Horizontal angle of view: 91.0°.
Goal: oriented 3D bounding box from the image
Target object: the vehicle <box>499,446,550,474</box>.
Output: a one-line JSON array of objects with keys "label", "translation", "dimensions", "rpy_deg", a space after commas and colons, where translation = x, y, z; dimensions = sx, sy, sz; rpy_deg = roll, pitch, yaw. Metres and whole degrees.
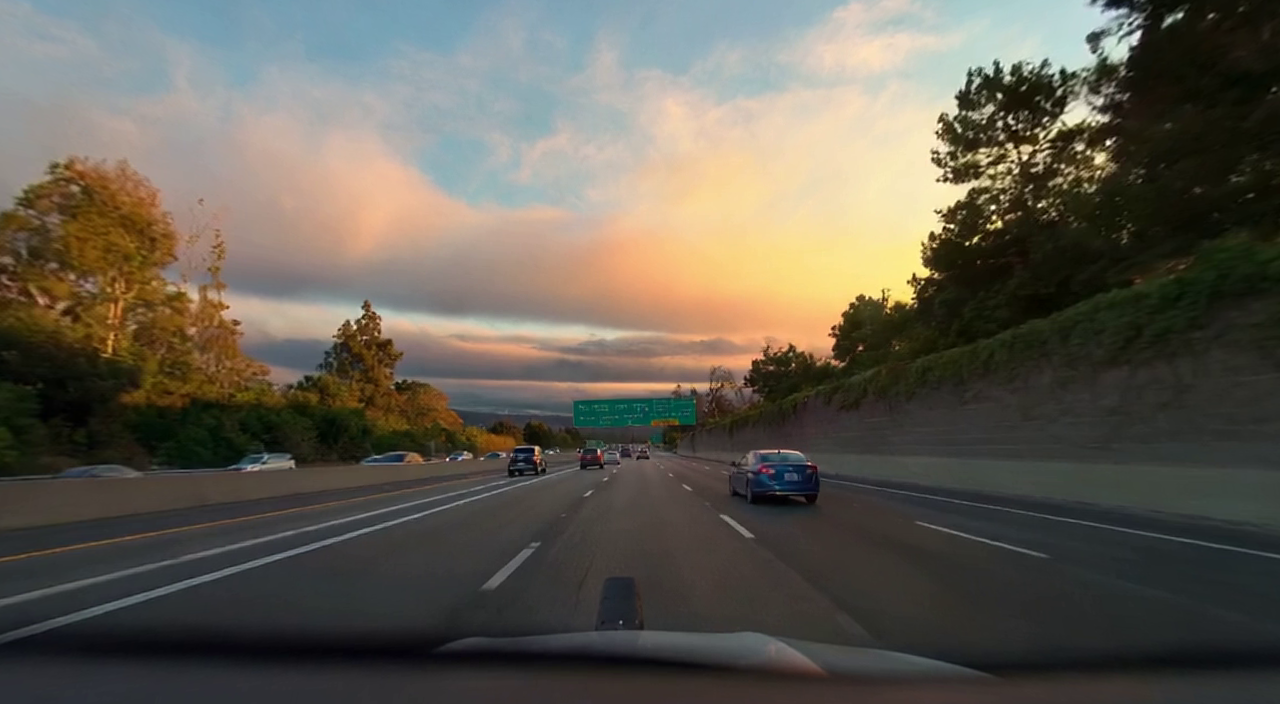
[{"label": "vehicle", "translation": [-6.768, 6.370, 37.347], "dimensions": [2.107, 1.541, 4.713], "rpy_deg": [0, -9, 1]}]

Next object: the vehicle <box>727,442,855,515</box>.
[{"label": "vehicle", "translation": [3.414, 2.931, 15.120], "dimensions": [1.979, 1.486, 4.125], "rpy_deg": [0, -9, -1]}]

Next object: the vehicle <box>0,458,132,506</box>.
[{"label": "vehicle", "translation": [-21.633, 4.765, 23.479], "dimensions": [1.807, 1.494, 4.265], "rpy_deg": [0, -9, 0]}]

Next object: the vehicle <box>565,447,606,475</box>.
[{"label": "vehicle", "translation": [-3.162, 6.393, 37.249], "dimensions": [2.030, 1.563, 4.389], "rpy_deg": [0, -9, 0]}]

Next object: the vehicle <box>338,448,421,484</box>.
[{"label": "vehicle", "translation": [-11.815, 5.158, 28.871], "dimensions": [1.987, 1.514, 4.099], "rpy_deg": [0, -9, 1]}]
